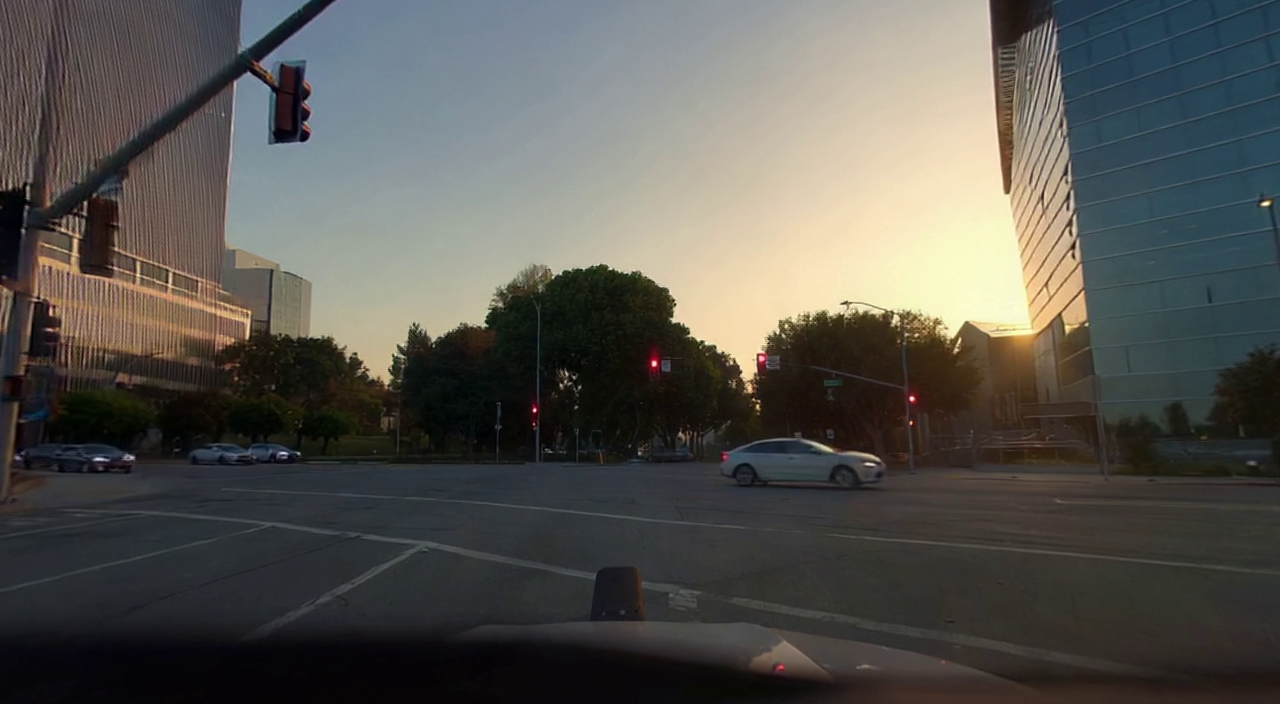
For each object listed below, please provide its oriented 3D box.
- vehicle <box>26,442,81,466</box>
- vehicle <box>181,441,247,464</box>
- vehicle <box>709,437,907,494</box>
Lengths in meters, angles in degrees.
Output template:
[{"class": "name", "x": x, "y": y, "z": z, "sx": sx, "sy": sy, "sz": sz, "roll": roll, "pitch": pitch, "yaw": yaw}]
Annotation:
[{"class": "vehicle", "x": -35.700, "y": 6.176, "z": 38.416, "sx": 4.323, "sy": 1.390, "sz": 1.953, "roll": -8, "pitch": -11, "yaw": 42}, {"class": "vehicle", "x": -28.321, "y": 6.645, "z": 41.975, "sx": 4.380, "sy": 1.455, "sz": 1.869, "roll": -5, "pitch": -10, "yaw": 31}, {"class": "vehicle", "x": 4.990, "y": 3.399, "z": 19.319, "sx": 5.408, "sy": 1.505, "sz": 2.091, "roll": -7, "pitch": -11, "yaw": 37}]
